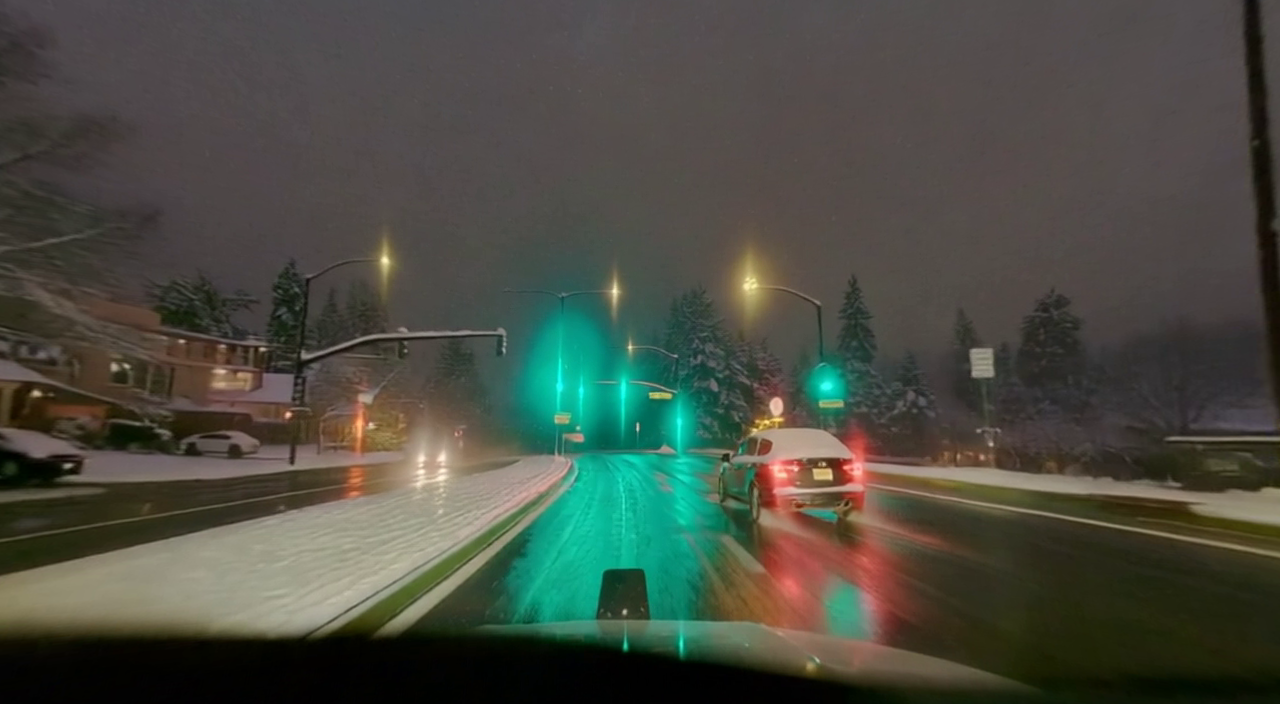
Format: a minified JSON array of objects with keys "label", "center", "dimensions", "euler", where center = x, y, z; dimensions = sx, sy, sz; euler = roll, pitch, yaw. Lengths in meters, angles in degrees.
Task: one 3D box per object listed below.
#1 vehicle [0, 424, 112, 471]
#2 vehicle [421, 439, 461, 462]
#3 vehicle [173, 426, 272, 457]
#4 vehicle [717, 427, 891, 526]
[{"label":"vehicle","center":[-24.566,3.830,25.254],"dimensions":[4.737,1.805,2.049],"euler":[1,-9,-6]},{"label":"vehicle","center":[-14.692,7.278,46.733],"dimensions":[2.041,1.608,4.166],"euler":[1,-9,-7]},{"label":"vehicle","center":[-25.913,5.610,39.238],"dimensions":[4.583,1.850,2.015],"euler":[1,-9,-9]},{"label":"vehicle","center":[2.758,2.201,11.687],"dimensions":[1.960,1.479,4.086],"euler":[0,-9,-3]}]
